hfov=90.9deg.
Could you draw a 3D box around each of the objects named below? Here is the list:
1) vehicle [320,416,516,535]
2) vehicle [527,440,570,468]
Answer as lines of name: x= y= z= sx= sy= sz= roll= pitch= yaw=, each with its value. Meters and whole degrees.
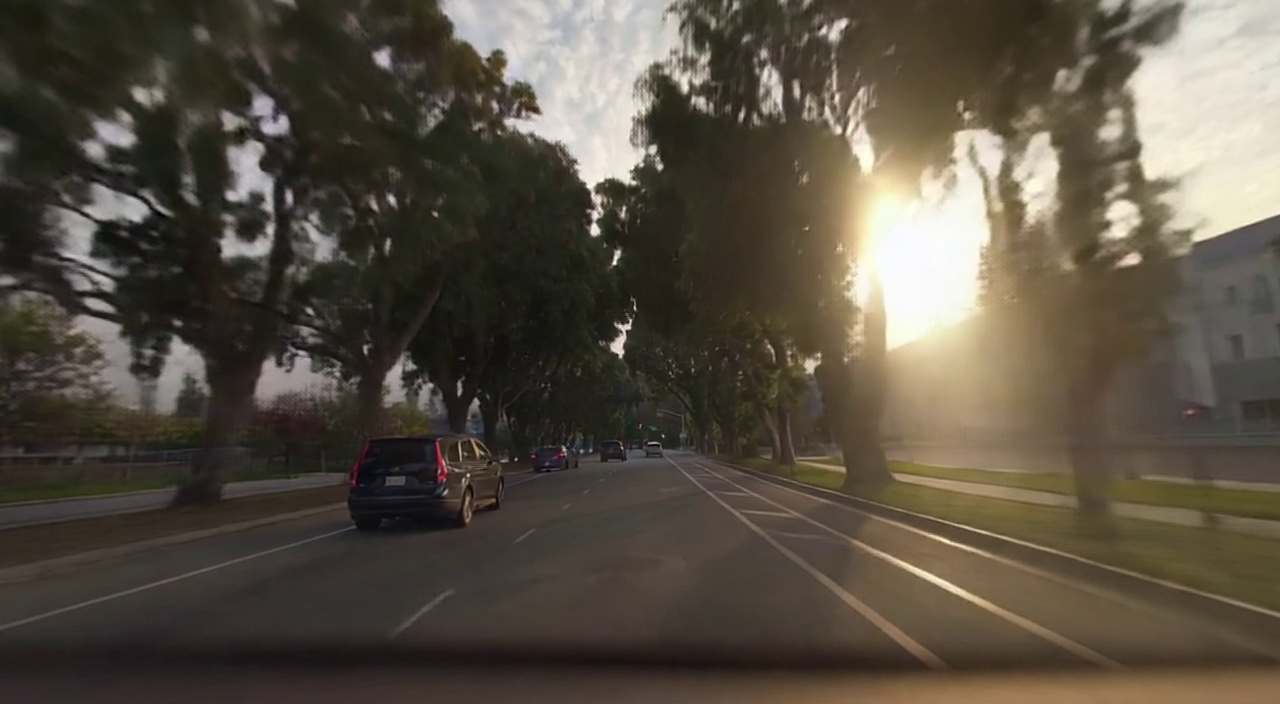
vehicle: x=-3.792 y=2.179 z=11.772 sx=2.123 sy=1.761 sz=4.322 roll=-1 pitch=-8 yaw=-1
vehicle: x=-5.874 y=6.619 z=41.059 sx=1.985 sy=1.708 sz=4.310 roll=-1 pitch=-8 yaw=2
